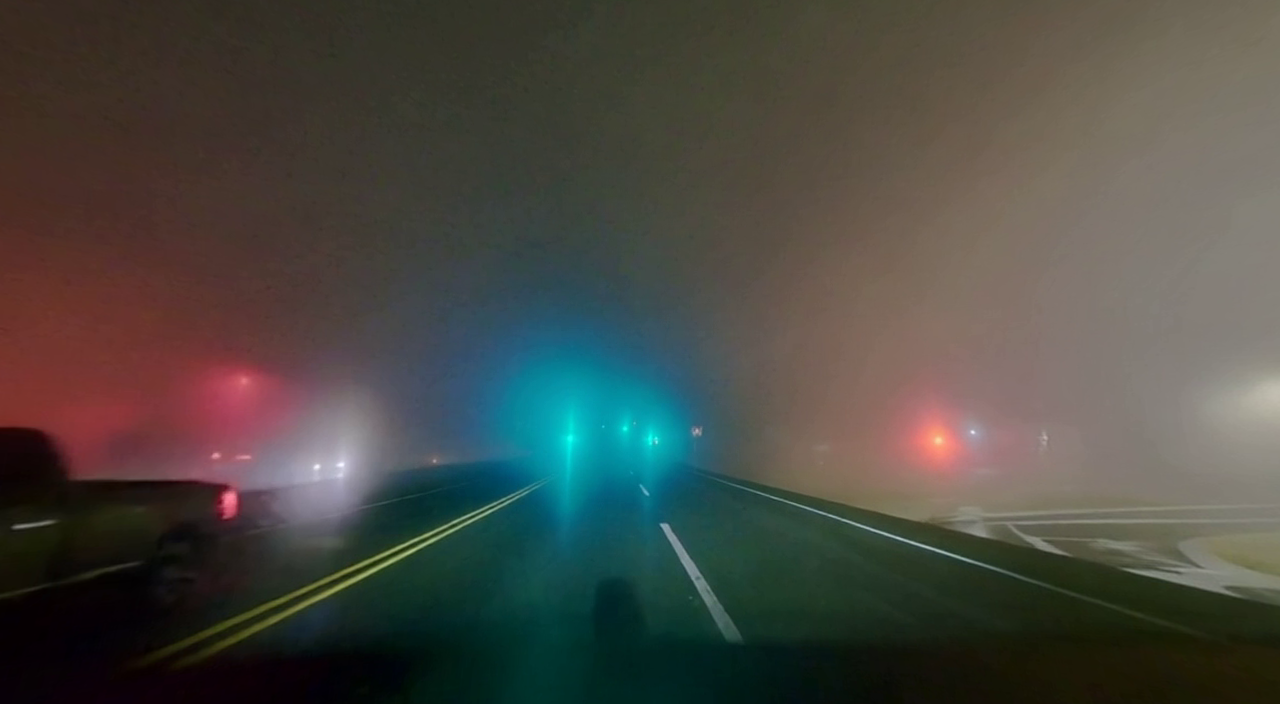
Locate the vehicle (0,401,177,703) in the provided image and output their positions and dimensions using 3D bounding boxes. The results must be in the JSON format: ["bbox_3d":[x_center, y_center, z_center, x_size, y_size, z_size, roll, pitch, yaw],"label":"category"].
[{"bbox_3d":[-4.205,0.904,2.432,1.722,1.523,3.736,-1,-9,6],"label":"vehicle"}]

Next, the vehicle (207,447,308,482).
[{"bbox_3d":[-18.336,5.399,30.548,2.036,1.525,4.677,0,-9,-1],"label":"vehicle"}]
